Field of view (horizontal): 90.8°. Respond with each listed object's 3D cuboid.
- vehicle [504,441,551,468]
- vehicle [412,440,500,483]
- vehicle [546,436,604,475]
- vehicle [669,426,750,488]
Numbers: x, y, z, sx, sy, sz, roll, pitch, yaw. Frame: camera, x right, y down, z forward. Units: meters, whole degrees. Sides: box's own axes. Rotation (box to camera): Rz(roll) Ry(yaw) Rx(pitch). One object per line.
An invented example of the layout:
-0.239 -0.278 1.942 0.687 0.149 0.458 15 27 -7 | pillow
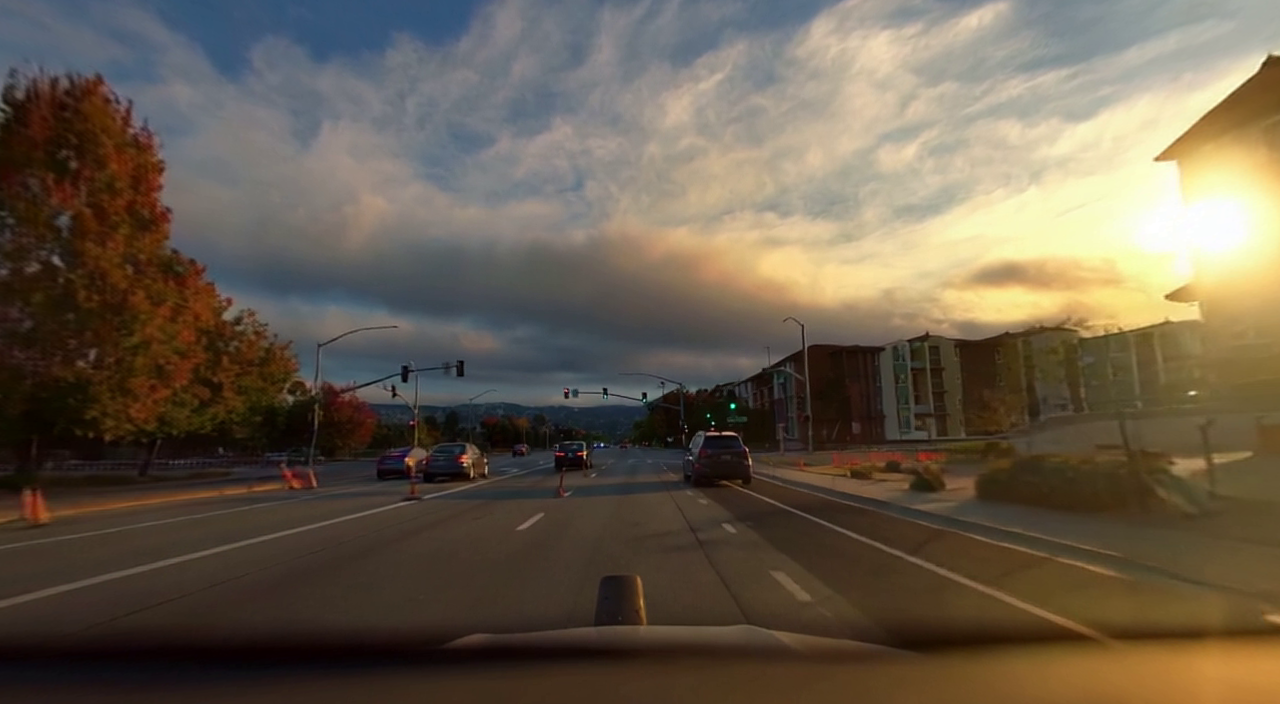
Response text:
-6.565 6.026 37.137 1.993 1.492 3.666 0 -8 2 | vehicle
-7.040 4.220 24.664 1.928 1.488 4.635 0 -8 1 | vehicle
-2.865 4.679 28.728 2.121 1.654 3.993 0 -8 1 | vehicle
2.173 3.451 21.049 2.197 1.835 4.316 0 -8 0 | vehicle
